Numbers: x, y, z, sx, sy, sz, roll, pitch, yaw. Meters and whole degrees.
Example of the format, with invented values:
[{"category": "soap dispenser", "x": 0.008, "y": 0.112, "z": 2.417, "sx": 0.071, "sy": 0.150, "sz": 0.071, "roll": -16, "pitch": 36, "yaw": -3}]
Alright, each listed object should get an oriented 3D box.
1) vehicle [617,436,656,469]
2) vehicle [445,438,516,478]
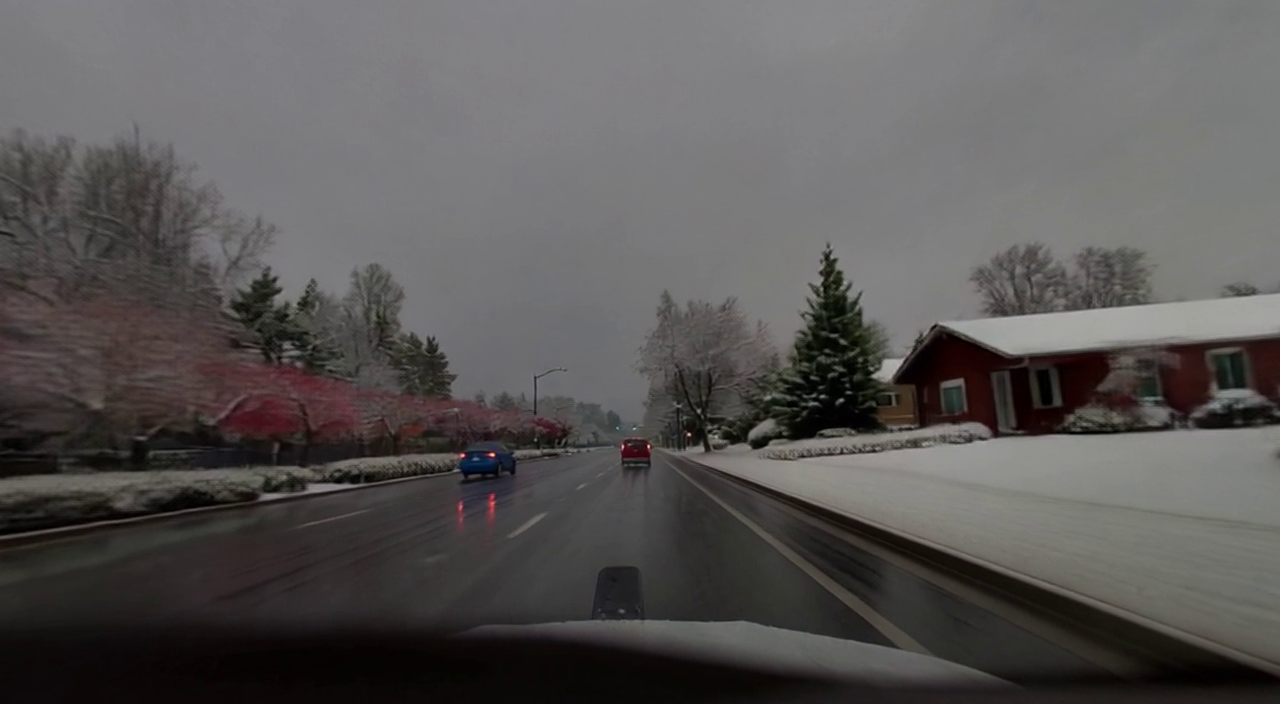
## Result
[{"category": "vehicle", "x": -0.180, "y": 5.746, "z": 36.347, "sx": 2.070, "sy": 1.764, "sz": 4.552, "roll": 0, "pitch": -8, "yaw": 0}, {"category": "vehicle", "x": -7.188, "y": 4.803, "z": 28.951, "sx": 1.993, "sy": 1.657, "sz": 4.487, "roll": 0, "pitch": -8, "yaw": 1}]
